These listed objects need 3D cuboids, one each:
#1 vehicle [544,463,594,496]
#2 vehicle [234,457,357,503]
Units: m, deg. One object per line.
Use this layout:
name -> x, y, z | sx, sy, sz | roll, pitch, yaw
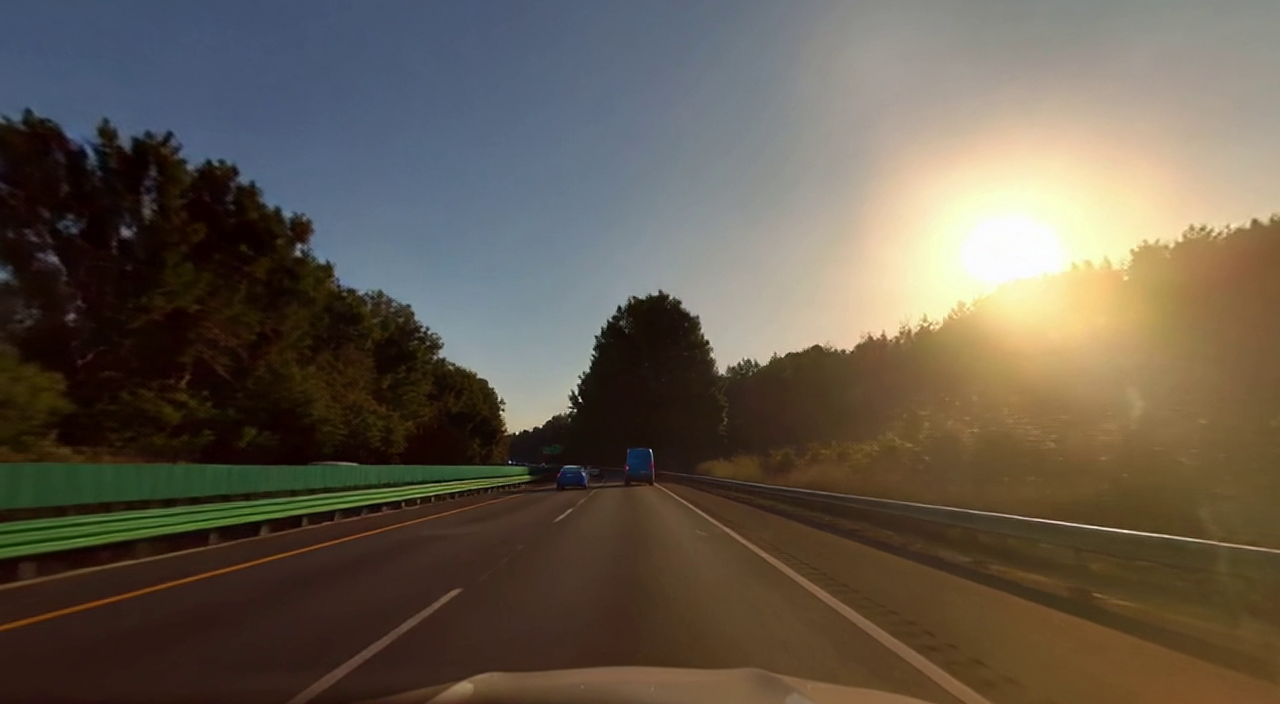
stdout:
vehicle -> -3.490, 6.372, 31.700 | 2.038, 1.490, 4.391 | 1, -11, -1
vehicle -> -12.848, 4.820, 23.890 | 1.900, 1.512, 4.717 | 1, -11, 1
